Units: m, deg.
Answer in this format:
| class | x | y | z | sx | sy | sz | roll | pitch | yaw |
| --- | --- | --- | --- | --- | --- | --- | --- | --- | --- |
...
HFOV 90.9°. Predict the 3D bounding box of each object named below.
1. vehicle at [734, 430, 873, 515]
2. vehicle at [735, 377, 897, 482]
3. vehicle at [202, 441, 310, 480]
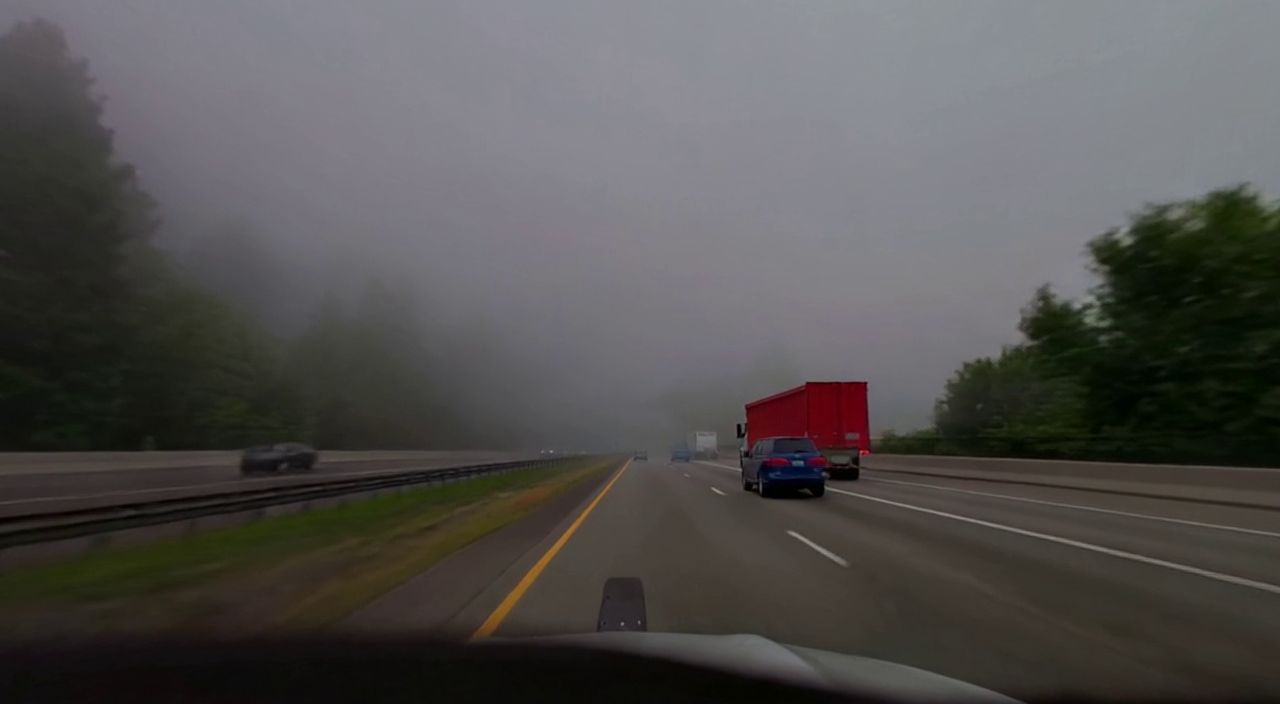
| class | x | y | z | sx | sy | sz | roll | pitch | yaw |
| --- | --- | --- | --- | --- | --- | --- | --- | --- | --- |
| vehicle | 3.534 | 2.707 | 14.558 | 2.022 | 1.658 | 4.132 | 0 | -9 | -1 |
| vehicle | 8.022 | 4.255 | 32.652 | 3.441 | 4.016 | 16.812 | 0 | -9 | 0 |
| vehicle | -15.768 | 4.465 | 26.166 | 1.900 | 1.483 | 4.077 | 0 | -9 | 0 |
